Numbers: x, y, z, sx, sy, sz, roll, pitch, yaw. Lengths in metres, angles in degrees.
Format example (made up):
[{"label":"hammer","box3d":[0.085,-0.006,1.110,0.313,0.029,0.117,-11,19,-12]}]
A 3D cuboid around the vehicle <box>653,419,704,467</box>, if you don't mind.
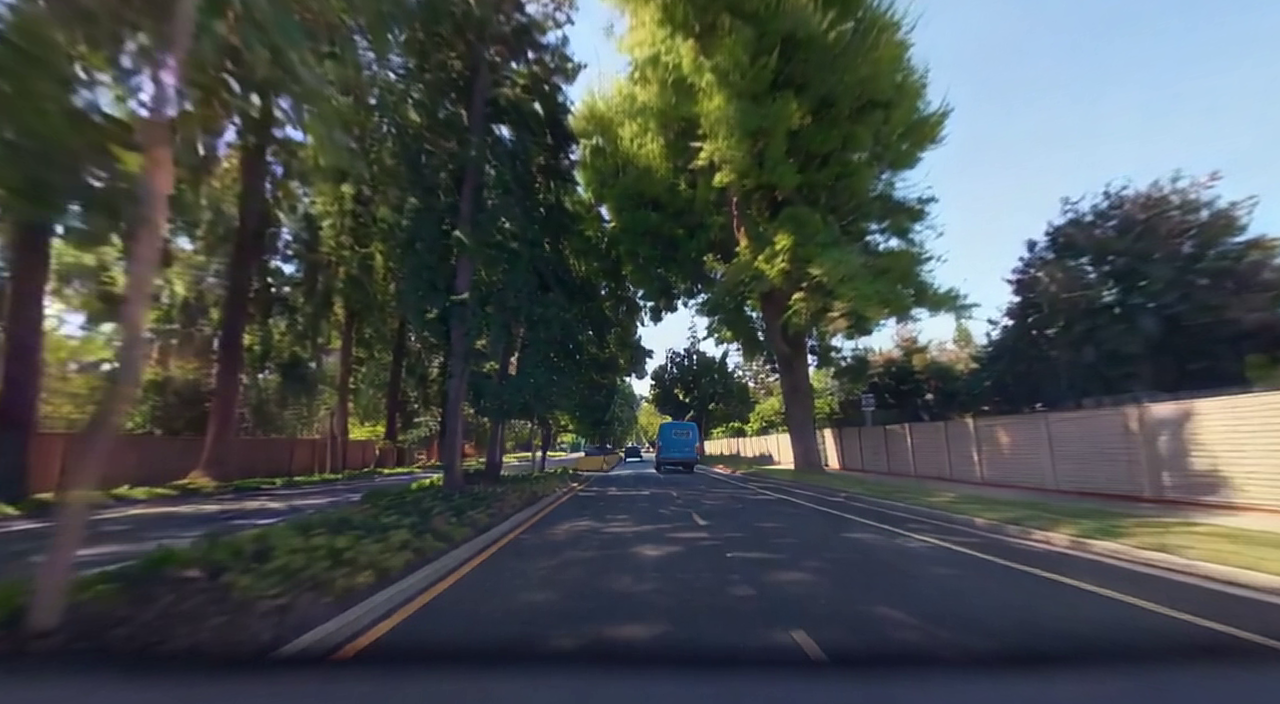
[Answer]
[{"label":"vehicle","box3d":[2.787,7.165,49.590,2.959,3.285,12.428,0,-8,-1]}]
